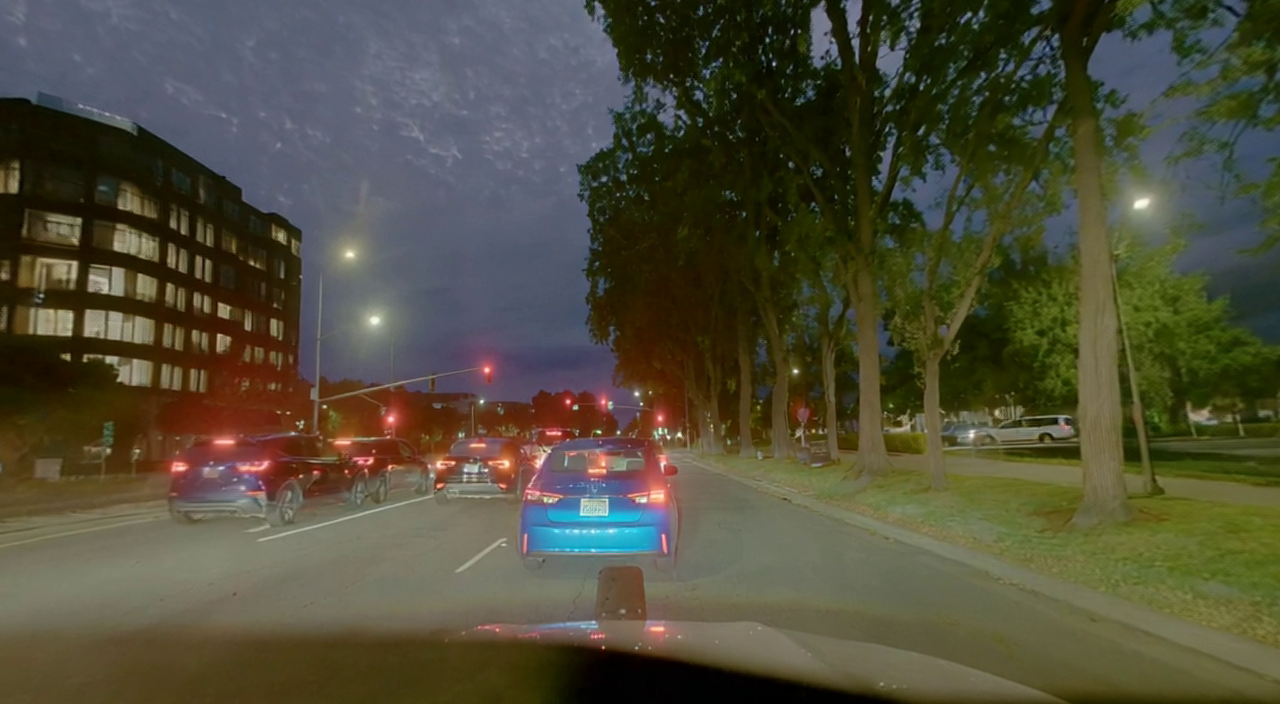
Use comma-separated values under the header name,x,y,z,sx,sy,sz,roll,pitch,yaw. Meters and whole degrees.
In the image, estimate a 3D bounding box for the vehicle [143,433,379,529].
name,x,y,z,sx,sy,sz,roll,pitch,yaw
vehicle,-7.277,2.497,12.821,2.096,1.593,4.288,0,-9,1

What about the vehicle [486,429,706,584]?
name,x,y,z,sx,sy,sz,roll,pitch,yaw
vehicle,-0.415,1.791,8.118,2.104,1.472,3.946,0,-9,0

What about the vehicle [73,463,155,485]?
name,x,y,z,sx,sy,sz,roll,pitch,yaw
vehicle,-36.385,8.444,43.759,3.918,1.423,1.861,0,-9,0

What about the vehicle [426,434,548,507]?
name,x,y,z,sx,sy,sz,roll,pitch,yaw
vehicle,-3.622,2.886,15.772,1.969,1.570,4.019,0,-9,1

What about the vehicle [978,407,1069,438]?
name,x,y,z,sx,sy,sz,roll,pitch,yaw
vehicle,27.382,5.062,45.235,5.333,1.880,2.130,-8,-9,31

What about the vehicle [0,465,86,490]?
name,x,y,z,sx,sy,sz,roll,pitch,yaw
vehicle,-36.638,7.622,38.441,4.093,1.440,1.804,0,-9,-1

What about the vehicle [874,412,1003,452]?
name,x,y,z,sx,sy,sz,roll,pitch,yaw
vehicle,13.928,3.792,29.711,4.975,1.809,1.956,-1,-9,1
